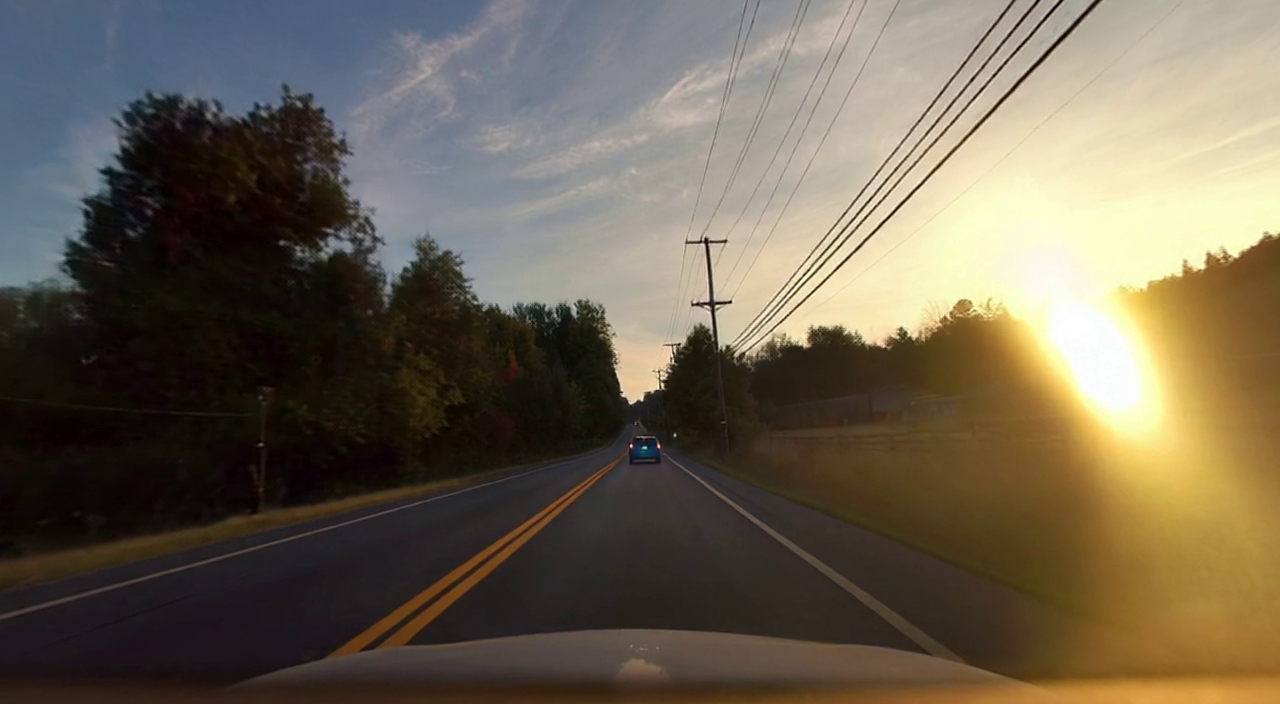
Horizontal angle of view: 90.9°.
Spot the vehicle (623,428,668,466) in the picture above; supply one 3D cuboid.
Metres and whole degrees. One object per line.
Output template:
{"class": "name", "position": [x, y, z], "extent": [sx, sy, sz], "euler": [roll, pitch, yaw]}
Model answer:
{"class": "vehicle", "position": [0.299, 5.582, 37.038], "extent": [2.468, 2.056, 4.422], "euler": [0, -8, 0]}
